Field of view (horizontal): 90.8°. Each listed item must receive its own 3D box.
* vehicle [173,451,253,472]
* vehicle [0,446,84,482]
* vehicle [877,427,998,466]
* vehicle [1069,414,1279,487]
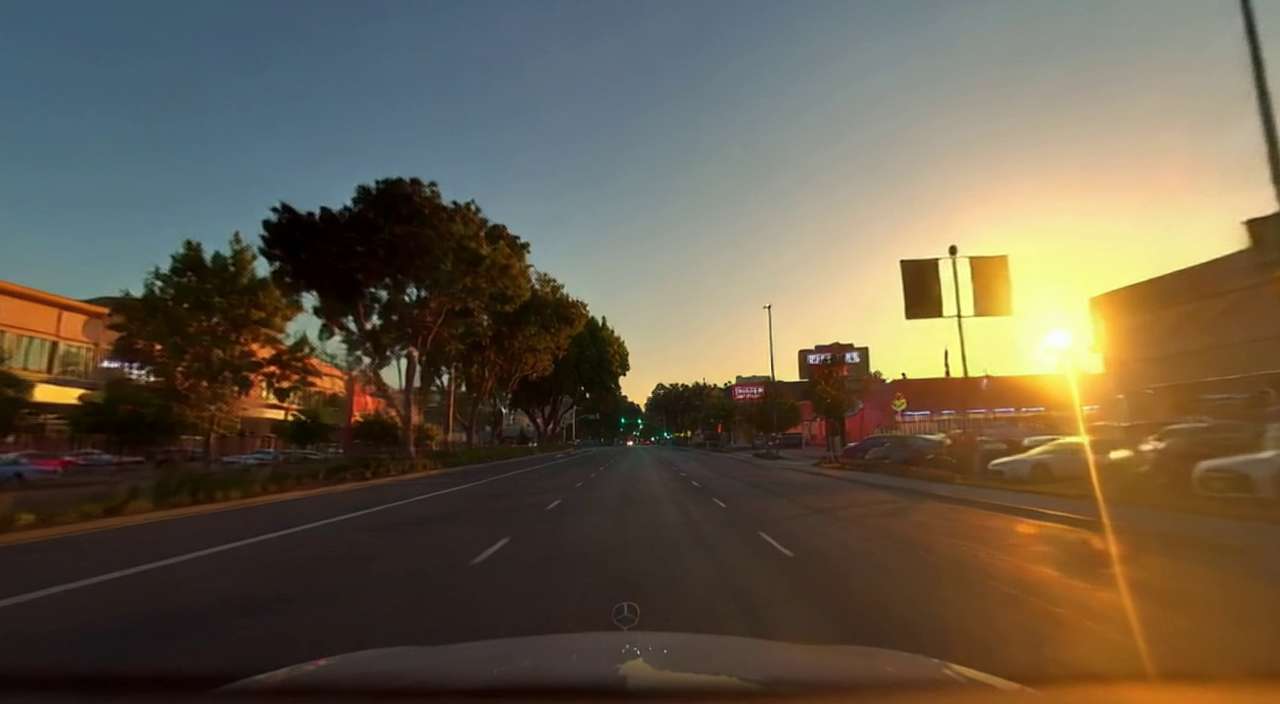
[{"bbox_3d":[-31.301,8.007,46.393,4.593,1.433,1.711,0,-8,-1],"label":"vehicle"},{"bbox_3d":[-30.722,5.556,31.495,4.189,1.678,1.887,0,-8,1],"label":"vehicle"},{"bbox_3d":[13.377,4.279,28.568,4.386,1.570,2.043,-1,-9,-2],"label":"vehicle"},{"bbox_3d":[14.337,2.496,16.160,5.134,1.732,2.047,0,-8,0],"label":"vehicle"}]
